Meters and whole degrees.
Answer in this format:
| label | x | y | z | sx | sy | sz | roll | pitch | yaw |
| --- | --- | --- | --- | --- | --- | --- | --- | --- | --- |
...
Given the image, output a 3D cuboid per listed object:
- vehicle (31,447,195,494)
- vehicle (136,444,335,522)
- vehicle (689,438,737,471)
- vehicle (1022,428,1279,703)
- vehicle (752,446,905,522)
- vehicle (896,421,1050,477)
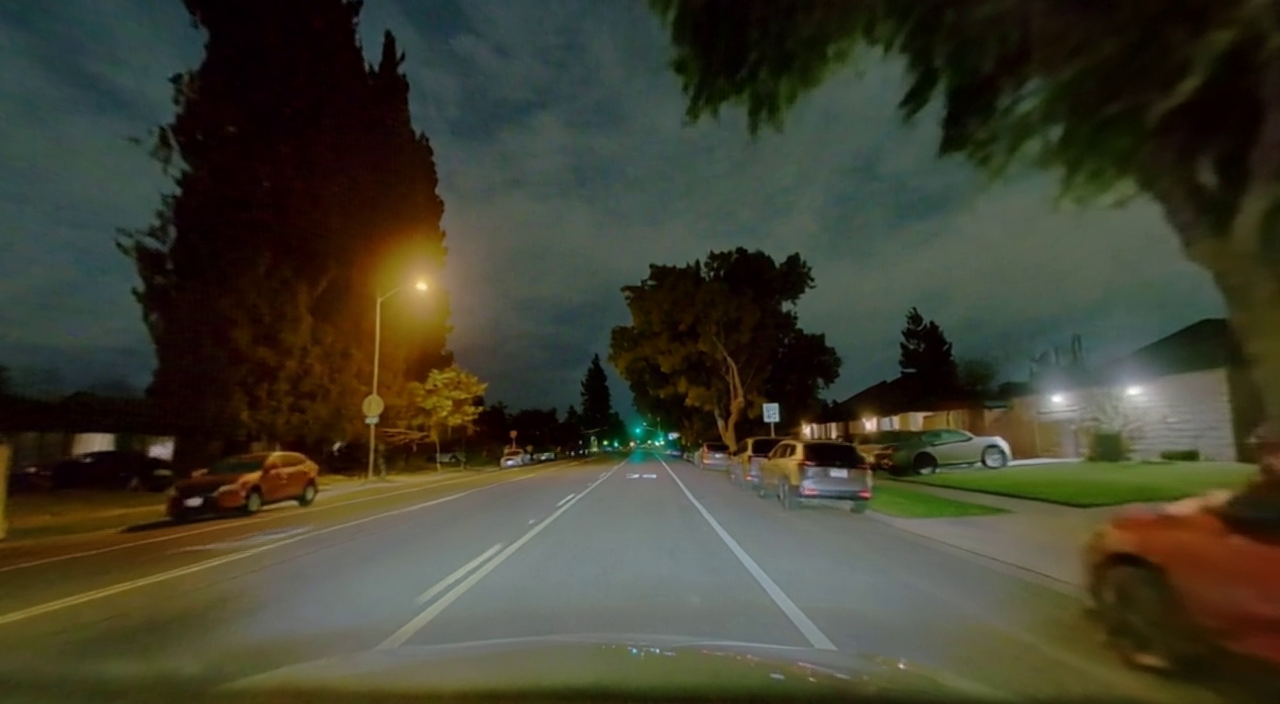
| label | x | y | z | sx | sy | sz | roll | pitch | yaw |
| --- | --- | --- | --- | --- | --- | --- | --- | --- | --- |
| vehicle | -19.998 | 4.473 | 24.123 | 4.509 | 1.698 | 1.890 | 0 | -8 | 1 |
| vehicle | -10.728 | 3.500 | 17.404 | 2.093 | 1.767 | 5.120 | -1 | -9 | 0 |
| vehicle | 4.264 | 6.113 | 37.797 | 2.254 | 1.812 | 4.817 | 0 | -8 | -1 |
| vehicle | 3.848 | 1.017 | 2.193 | 2.137 | 1.515 | 4.534 | 0 | -8 | -1 |
| vehicle | 4.119 | 2.946 | 14.830 | 2.087 | 1.454 | 4.914 | 0 | -8 | 0 |
| vehicle | 12.001 | 3.540 | 23.032 | 4.415 | 1.705 | 1.914 | -4 | -9 | 4 |
